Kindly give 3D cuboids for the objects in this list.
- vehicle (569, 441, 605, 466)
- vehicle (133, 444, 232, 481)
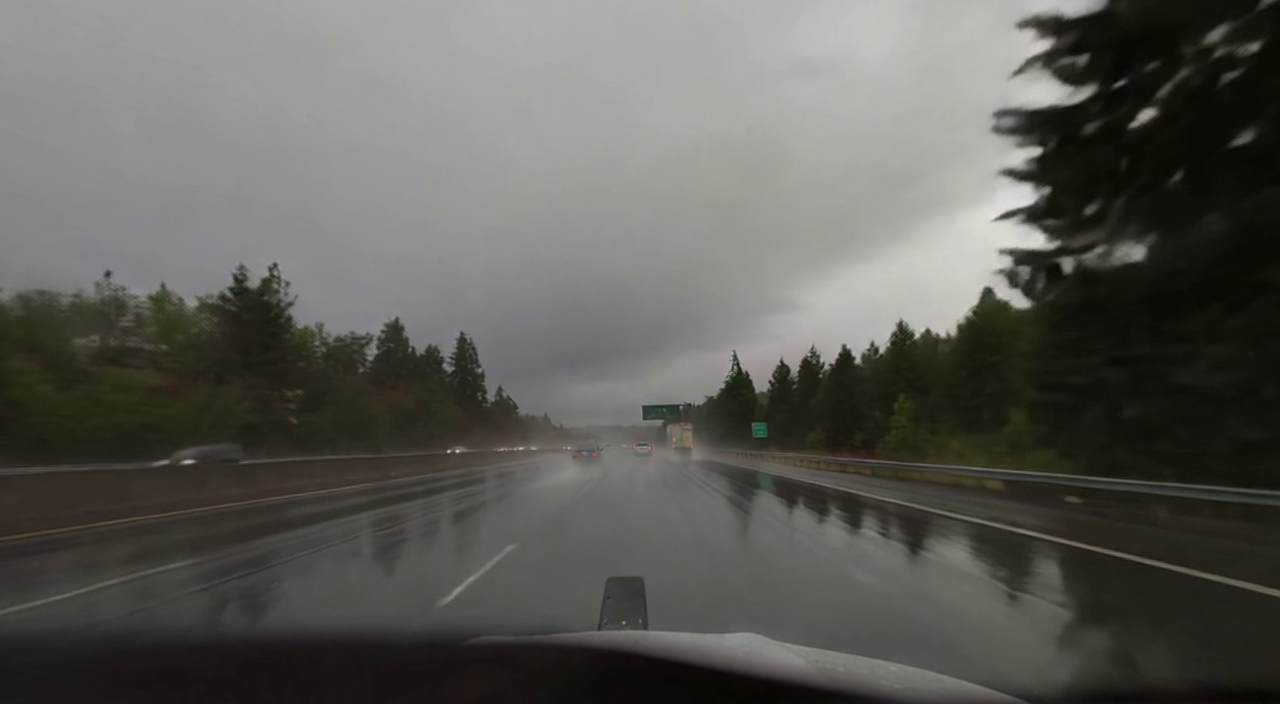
[{"bbox_3d":[-3.483,6.746,42.037,2.025,1.571,3.662,0,-9,1],"label":"vehicle"},{"bbox_3d":[-25.224,6.092,35.019,2.031,1.830,4.640,0,-9,0],"label":"vehicle"}]
